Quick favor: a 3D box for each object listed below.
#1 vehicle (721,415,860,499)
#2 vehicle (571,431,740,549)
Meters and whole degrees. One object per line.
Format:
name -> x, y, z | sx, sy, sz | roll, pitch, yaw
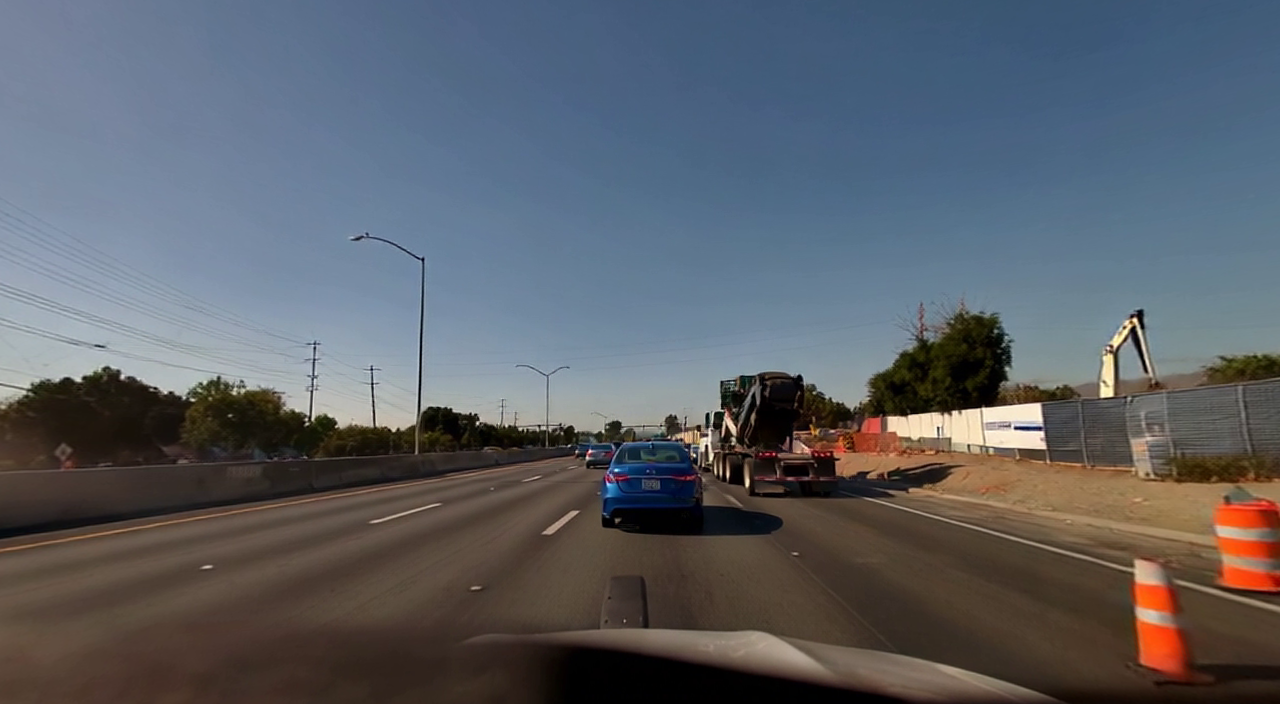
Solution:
vehicle -> 4.055, 3.010, 18.459 | 2.555, 2.017, 6.201 | 0, -8, 0
vehicle -> 0.211, 2.060, 10.138 | 2.128, 1.473, 4.272 | 0, -8, 0
